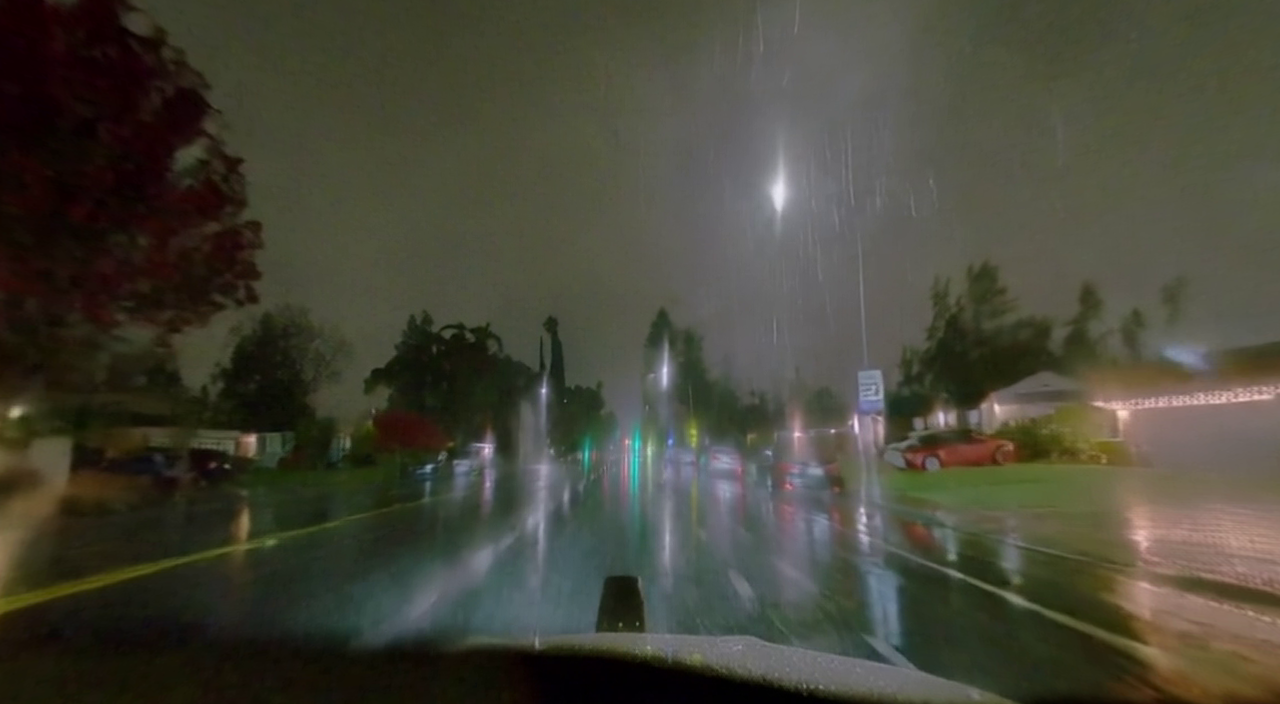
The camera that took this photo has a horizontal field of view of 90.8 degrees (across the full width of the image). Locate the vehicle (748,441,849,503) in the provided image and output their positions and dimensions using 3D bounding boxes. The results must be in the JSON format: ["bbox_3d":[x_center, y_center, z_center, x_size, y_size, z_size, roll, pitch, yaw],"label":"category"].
[{"bbox_3d":[4.665,3.654,19.384,1.934,1.546,5.009,2,-10,2],"label":"vehicle"}]

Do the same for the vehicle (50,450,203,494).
[{"bbox_3d":[-21.061,4.933,26.083,4.534,1.536,1.952,2,-8,0],"label":"vehicle"}]

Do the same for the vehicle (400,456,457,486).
[{"bbox_3d":[-12.876,7.228,38.752,1.925,1.498,4.850,-4,-8,-1],"label":"vehicle"}]

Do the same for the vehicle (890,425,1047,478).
[{"bbox_3d":[12.620,3.879,24.529,4.850,1.610,1.980,-5,-10,3],"label":"vehicle"}]

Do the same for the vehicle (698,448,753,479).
[{"bbox_3d":[4.485,5.940,33.954,2.035,1.498,4.910,0,-9,-3],"label":"vehicle"}]

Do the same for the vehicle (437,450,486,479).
[{"bbox_3d":[-12.848,8.132,45.737,2.075,1.917,4.984,-1,-10,0],"label":"vehicle"}]
